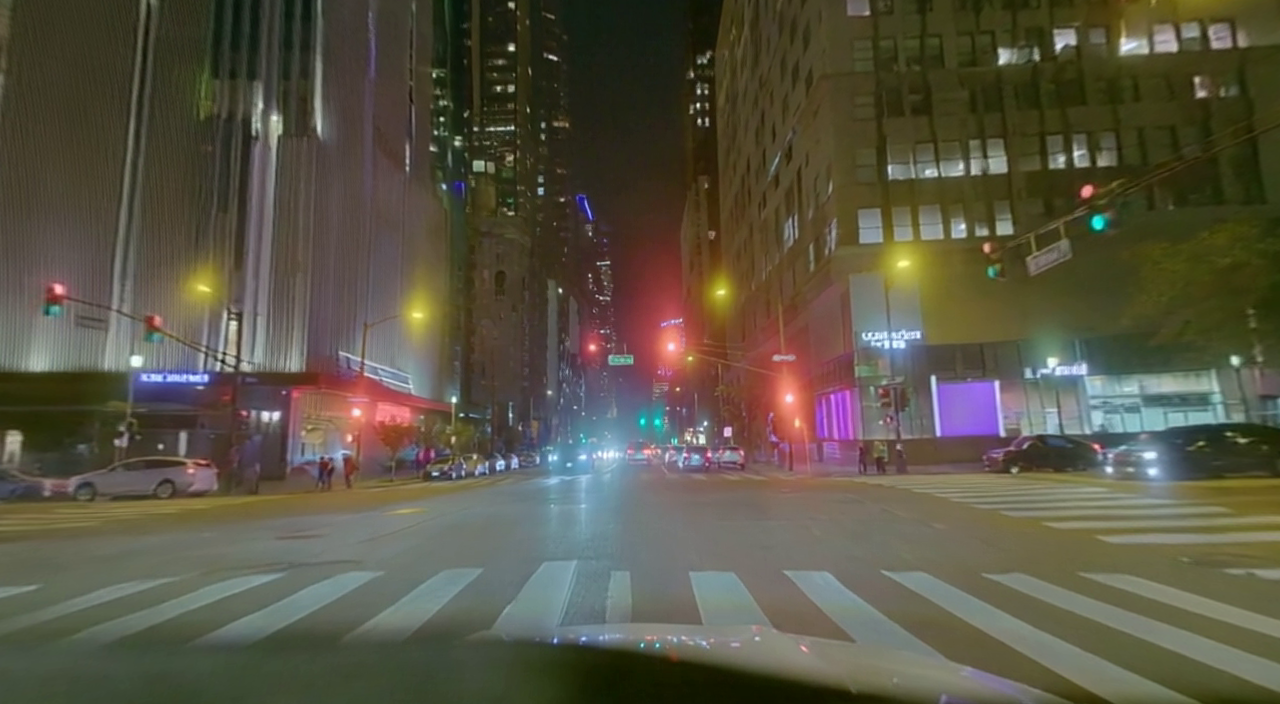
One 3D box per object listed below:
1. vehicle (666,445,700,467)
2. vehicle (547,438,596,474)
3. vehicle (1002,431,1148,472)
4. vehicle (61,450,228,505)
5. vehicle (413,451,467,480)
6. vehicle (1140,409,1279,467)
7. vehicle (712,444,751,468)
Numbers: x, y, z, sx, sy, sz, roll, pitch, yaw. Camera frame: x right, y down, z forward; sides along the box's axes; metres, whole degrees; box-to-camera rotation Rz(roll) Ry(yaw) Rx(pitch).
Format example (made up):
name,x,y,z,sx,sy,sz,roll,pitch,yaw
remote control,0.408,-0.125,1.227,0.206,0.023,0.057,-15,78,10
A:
name,x,y,z,sx,sy,sz,roll,pitch,yaw
vehicle,2.750,6.773,41.197,1.919,1.371,3.583,0,-8,-1
vehicle,-3.840,5.918,35.857,2.176,1.804,4.740,-3,-9,0
vehicle,17.080,3.919,24.894,4.293,1.495,1.935,0,-8,-1
vehicle,-21.561,5.449,27.642,5.283,1.959,2.453,-3,-8,-1
vehicle,-12.676,7.199,40.178,2.118,1.644,4.188,0,-8,-1
vehicle,20.123,2.884,21.093,4.827,1.817,2.190,0,-8,0
vehicle,6.045,6.951,42.302,1.882,1.479,4.652,0,-8,0
